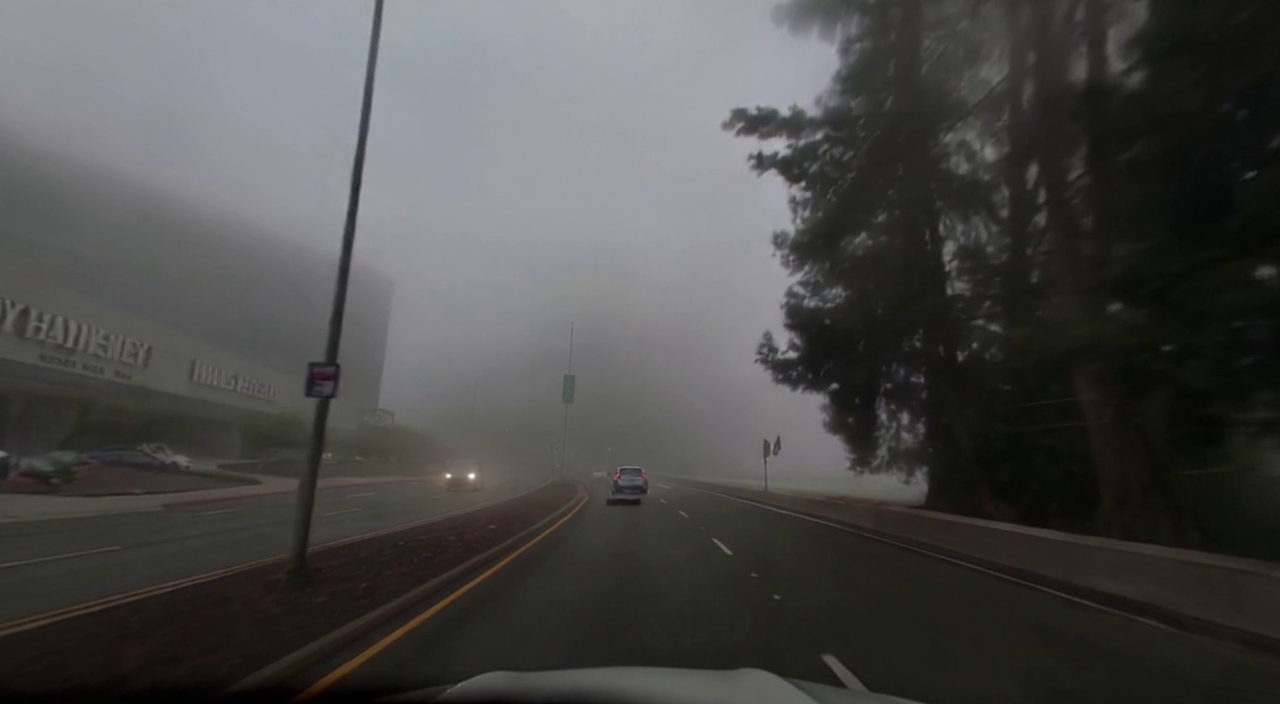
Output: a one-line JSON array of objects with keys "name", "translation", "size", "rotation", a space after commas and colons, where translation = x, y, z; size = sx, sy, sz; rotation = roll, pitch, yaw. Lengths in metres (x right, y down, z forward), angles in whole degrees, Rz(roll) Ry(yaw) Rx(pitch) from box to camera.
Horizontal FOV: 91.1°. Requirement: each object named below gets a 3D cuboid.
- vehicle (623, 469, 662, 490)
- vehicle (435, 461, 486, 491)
[{"name": "vehicle", "translation": [0.114, 7.609, 37.526], "size": [1.775, 1.186, 2.933], "rotation": [3, -10, -11]}, {"name": "vehicle", "translation": [-9.799, 6.803, 34.602], "size": [1.916, 1.516, 3.970], "rotation": [2, -10, -5]}]
